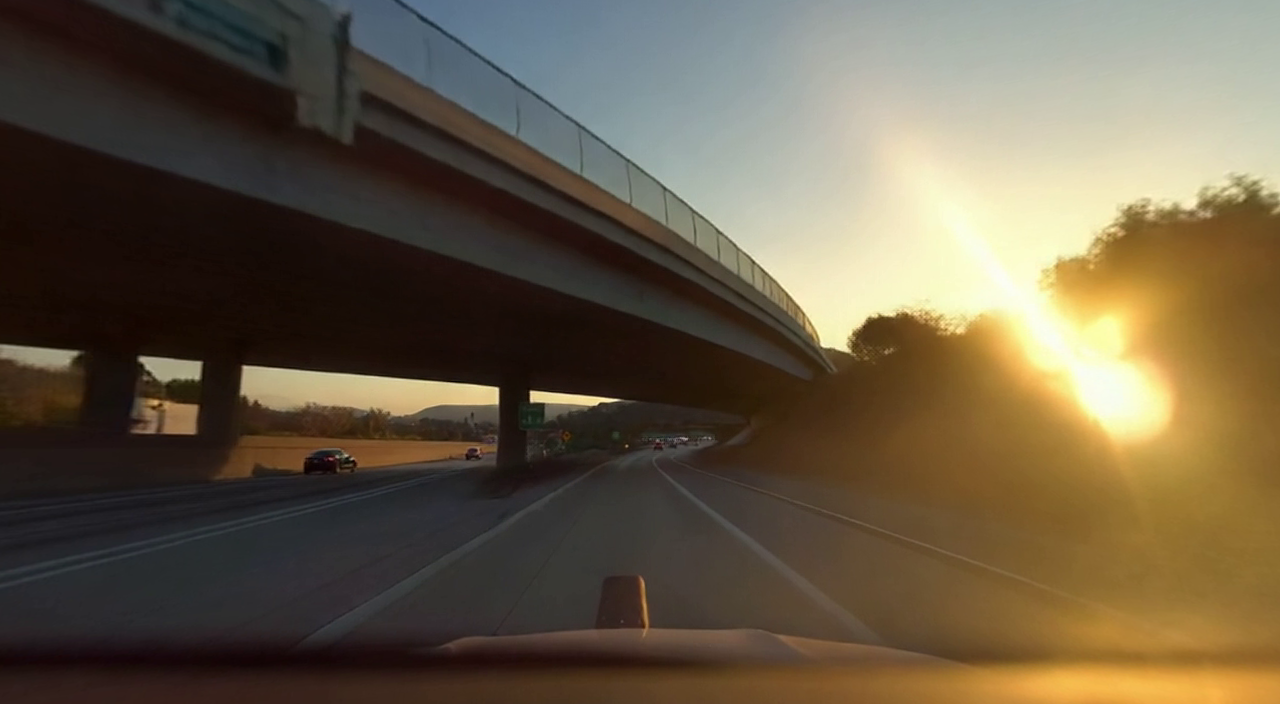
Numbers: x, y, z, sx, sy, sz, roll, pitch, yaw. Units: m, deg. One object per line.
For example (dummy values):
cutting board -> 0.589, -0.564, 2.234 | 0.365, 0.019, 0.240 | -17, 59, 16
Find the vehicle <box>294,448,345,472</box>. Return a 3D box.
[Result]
vehicle -> -24.825, 8.379, 48.924 | 2.093, 1.735, 4.285 | 1, -9, -6

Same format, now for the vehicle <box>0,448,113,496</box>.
vehicle -> -25.702, 5.020, 26.769 | 2.220, 1.806, 5.471 | 1, -9, -6
